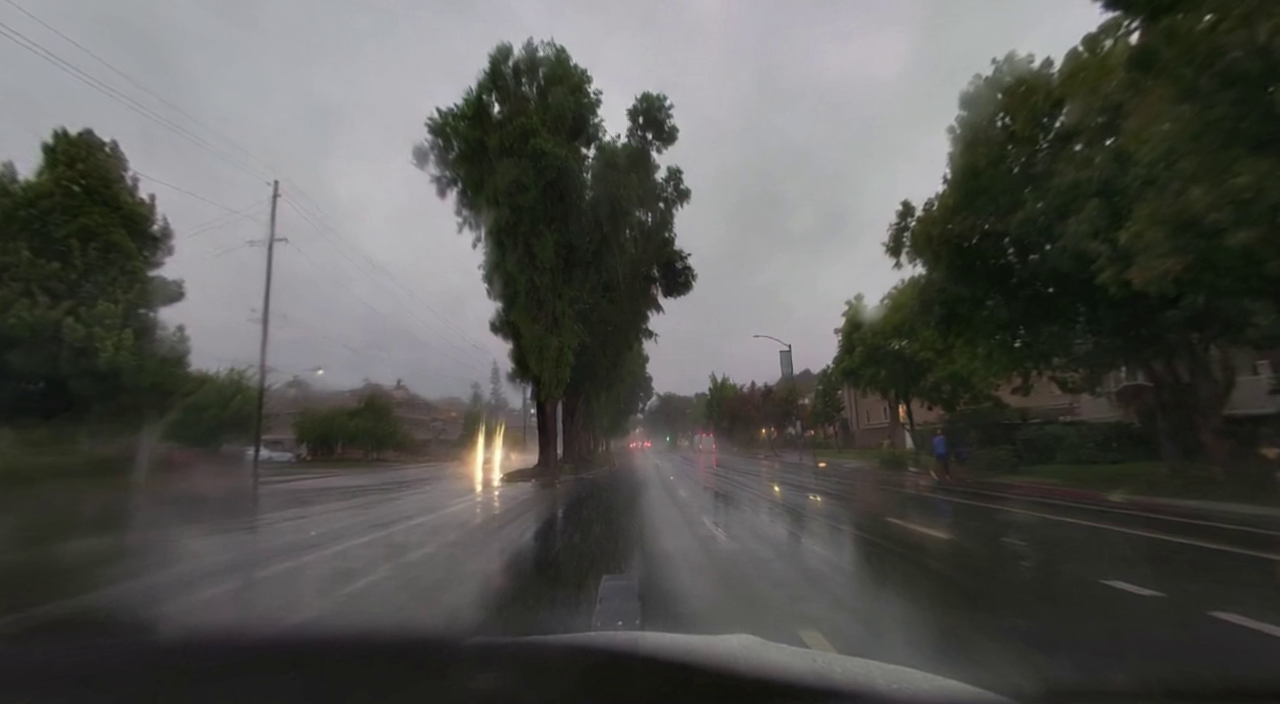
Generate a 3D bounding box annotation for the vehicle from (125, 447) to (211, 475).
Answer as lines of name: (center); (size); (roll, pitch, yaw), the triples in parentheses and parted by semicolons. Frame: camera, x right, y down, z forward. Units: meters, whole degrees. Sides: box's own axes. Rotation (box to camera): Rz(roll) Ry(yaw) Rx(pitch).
vehicle: (-35.251, 8.126, 47.402); (2.094, 1.839, 5.001); (-4, -9, 10)
